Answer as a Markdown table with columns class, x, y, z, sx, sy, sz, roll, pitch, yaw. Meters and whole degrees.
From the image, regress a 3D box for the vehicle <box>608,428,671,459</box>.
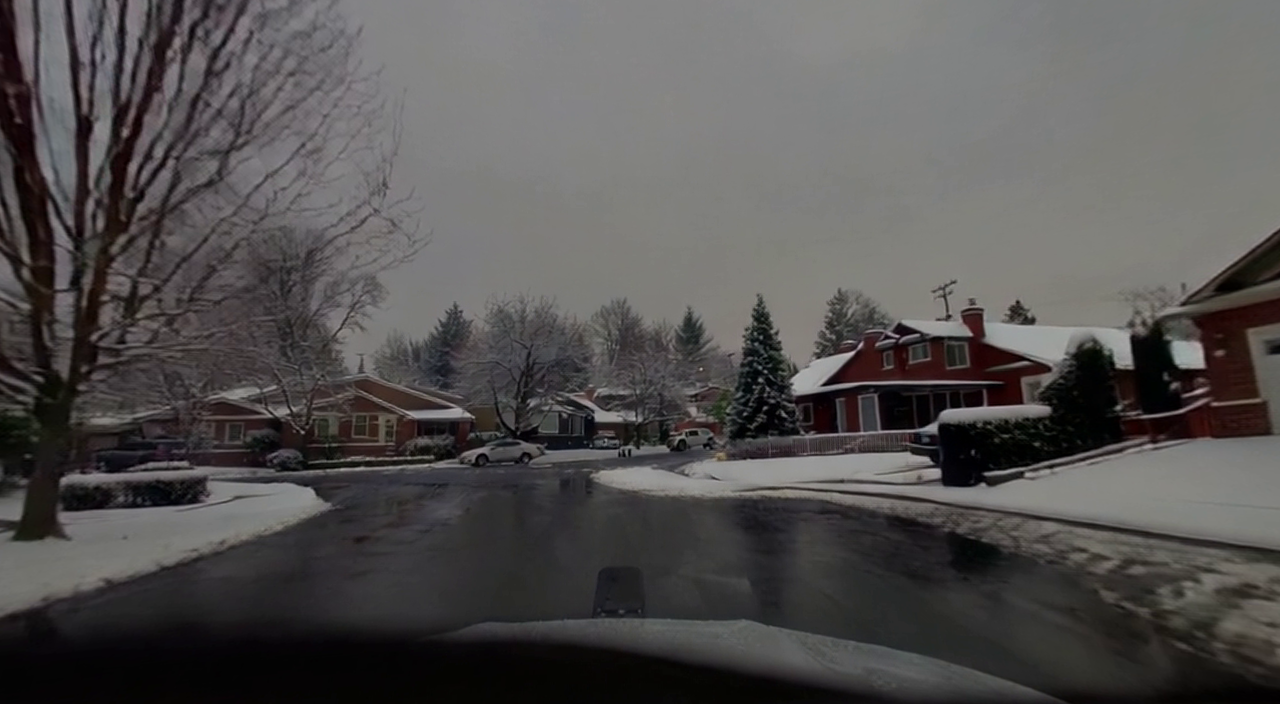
| class | x | y | z | sx | sy | sz | roll | pitch | yaw |
| --- | --- | --- | --- | --- | --- | --- | --- | --- | --- |
| vehicle | -0.002 | 6.378 | 44.474 | 2.310 | 1.701 | 4.280 | -5 | -3 | 35 |

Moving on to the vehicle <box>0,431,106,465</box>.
| class | x | y | z | sx | sy | sz | roll | pitch | yaw |
| --- | --- | --- | --- | --- | --- | --- | --- | --- | --- |
| vehicle | -31.186 | 5.032 | 33.084 | 4.435 | 1.707 | 2.046 | 0 | -9 | 0 |

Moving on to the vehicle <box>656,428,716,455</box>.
| class | x | y | z | sx | sy | sz | roll | pitch | yaw |
| --- | --- | --- | --- | --- | --- | --- | --- | --- | --- |
| vehicle | 3.305 | 6.305 | 44.481 | 2.152 | 1.773 | 4.495 | -6 | -11 | 35 |

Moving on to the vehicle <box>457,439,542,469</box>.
| class | x | y | z | sx | sy | sz | roll | pitch | yaw |
| --- | --- | --- | --- | --- | --- | --- | --- | --- | --- |
| vehicle | -8.898 | 6.501 | 40.350 | 4.815 | 1.827 | 2.147 | -1 | -9 | 3 |
